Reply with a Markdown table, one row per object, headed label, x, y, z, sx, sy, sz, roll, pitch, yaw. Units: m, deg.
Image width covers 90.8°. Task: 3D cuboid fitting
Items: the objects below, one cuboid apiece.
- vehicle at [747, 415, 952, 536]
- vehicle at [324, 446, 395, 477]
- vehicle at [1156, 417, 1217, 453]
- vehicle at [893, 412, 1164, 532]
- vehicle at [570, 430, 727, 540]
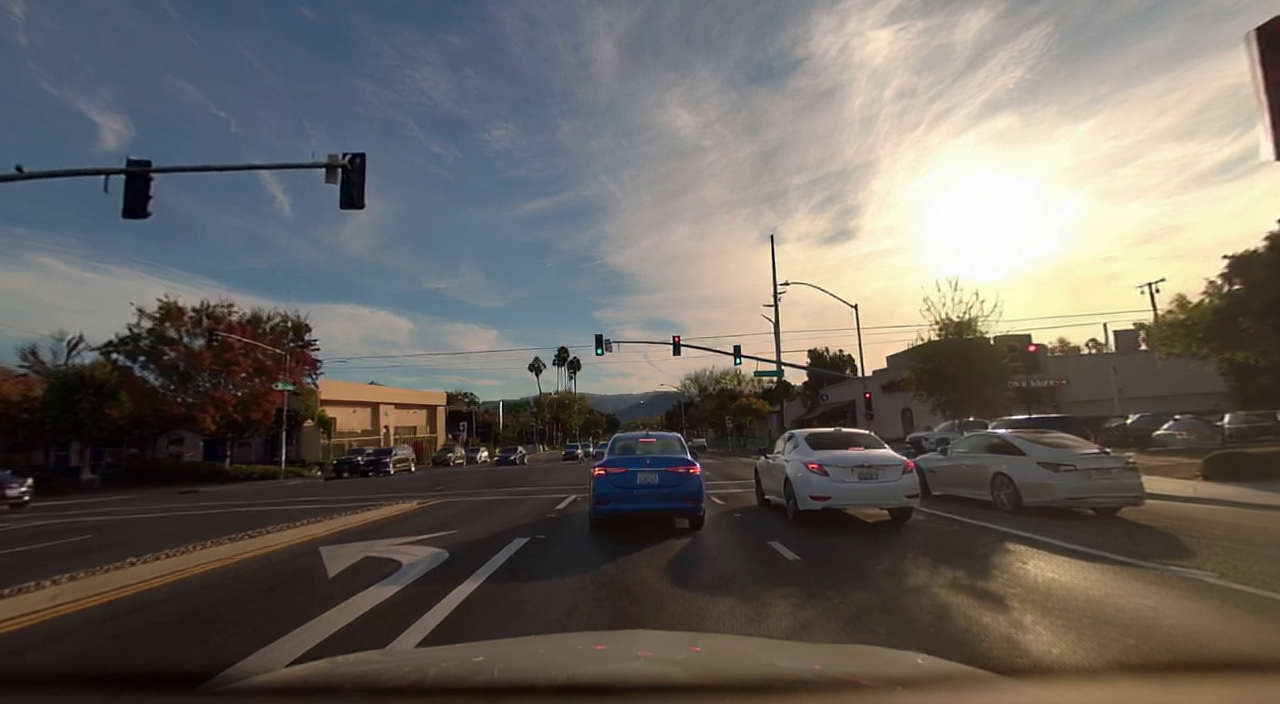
| label | x | y | z | sx | sy | sz | roll | pitch | yaw |
| --- | --- | --- | --- | --- | --- | --- | --- | --- | --- |
| vehicle | 3.266 | 2.046 | 11.051 | 1.973 | 1.633 | 4.717 | 0 | -8 | 0 |
| vehicle | -18.612 | 7.271 | 42.254 | 2.324 | 1.911 | 5.610 | 0 | -8 | -2 |
| vehicle | 34.030 | 5.184 | 39.273 | 5.099 | 2.063 | 2.237 | 8 | -12 | -44 |
| vehicle | 6.446 | 2.035 | 11.256 | 2.009 | 1.700 | 4.275 | 0 | -8 | -1 |
| vehicle | 0.084 | 2.126 | 10.741 | 2.135 | 1.468 | 4.076 | 0 | -8 | -1 |
